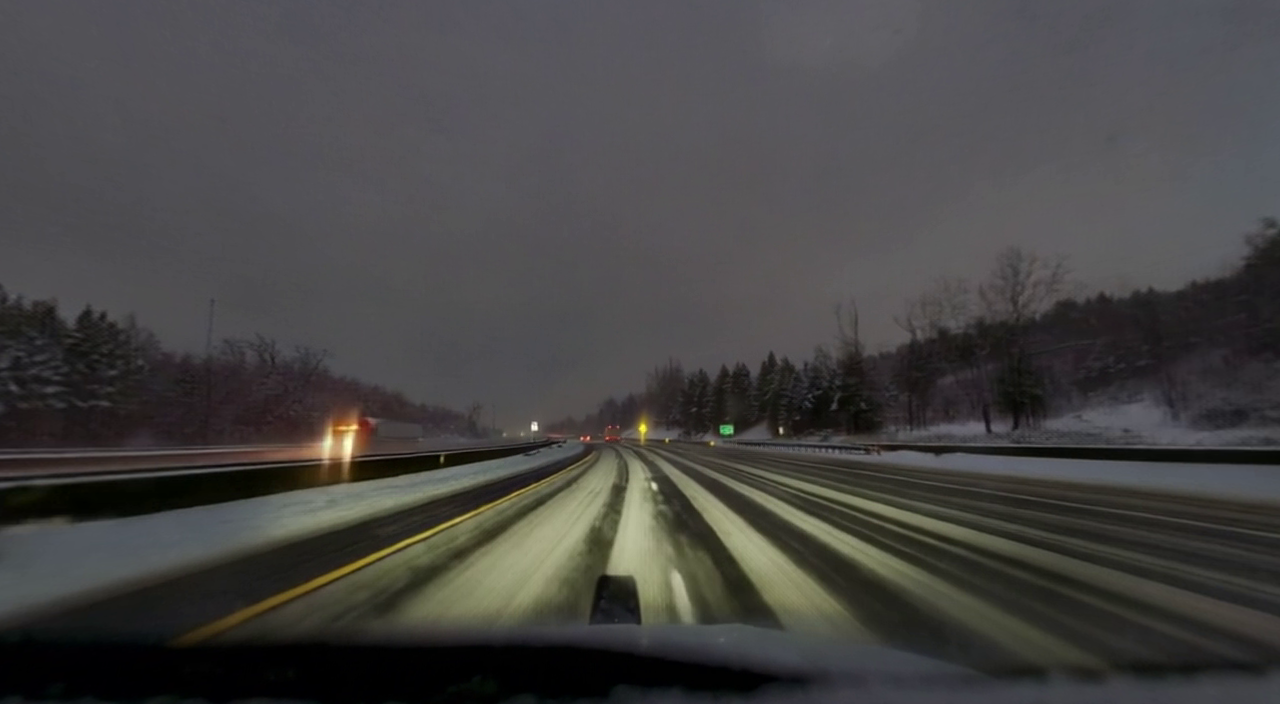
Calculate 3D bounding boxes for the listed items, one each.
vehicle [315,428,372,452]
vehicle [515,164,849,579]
[{"bbox_3d":[-22.238,6.653,47.475,2.039,1.706,4.974,0,-8,-2],"label":"vehicle"},{"bbox_3d":[0.820,1.060,12.709,3.153,4.080,13.081,-1,-8,4],"label":"vehicle"}]
